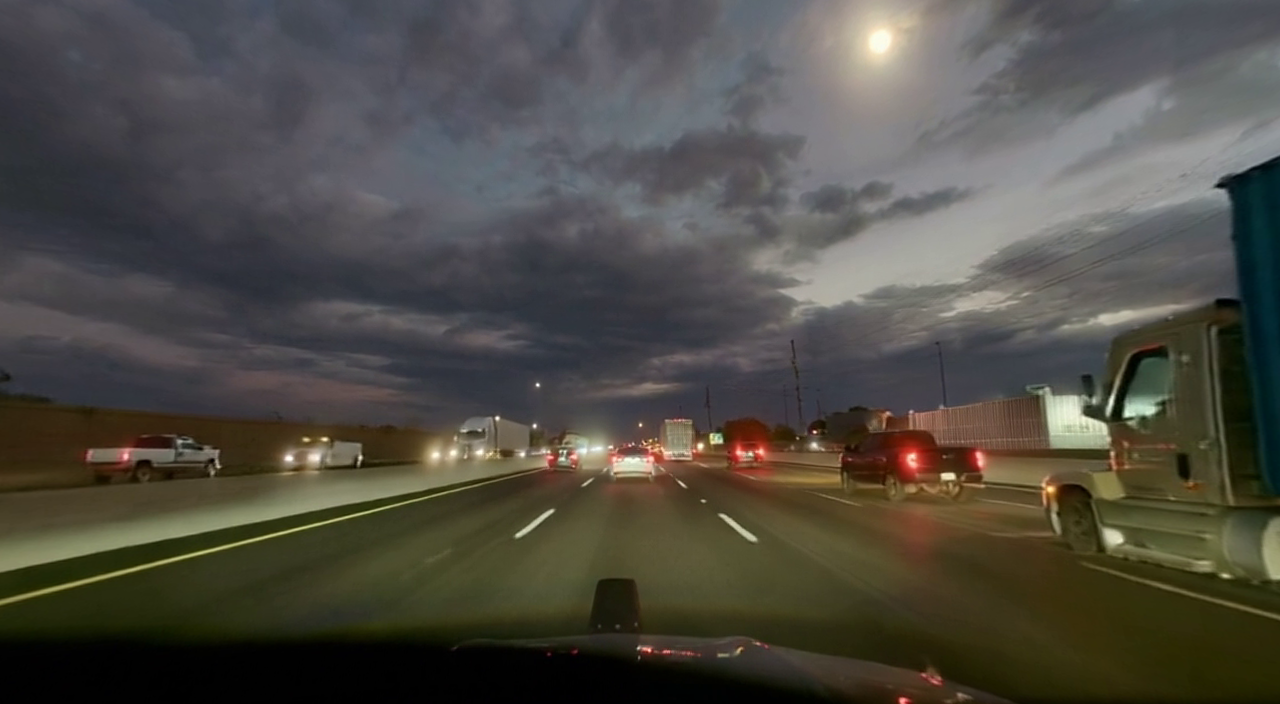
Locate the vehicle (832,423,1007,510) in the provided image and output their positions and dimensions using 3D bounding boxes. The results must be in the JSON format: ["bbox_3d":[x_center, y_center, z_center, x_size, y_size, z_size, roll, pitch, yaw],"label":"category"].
[{"bbox_3d":[6.861,2.887,16.332,2.086,1.862,5.232,0,-9,0],"label":"vehicle"}]

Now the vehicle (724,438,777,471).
[{"bbox_3d":[7.026,6.569,40.785,2.302,1.973,5.502,0,-9,-1],"label":"vehicle"}]

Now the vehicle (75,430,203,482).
[{"bbox_3d":[-31.755,6.533,40.503,2.736,2.994,6.731,0,-7,-1],"label":"vehicle"}]

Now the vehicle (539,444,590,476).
[{"bbox_3d":[-3.766,5.476,32.251,2.025,1.498,4.675,0,-9,0],"label":"vehicle"}]

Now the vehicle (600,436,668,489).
[{"bbox_3d":[-0.200,3.894,22.517,2.191,1.685,4.015,0,-9,0],"label":"vehicle"}]

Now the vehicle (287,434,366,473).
[{"bbox_3d":[-20.947,6.816,42.585,2.247,2.391,5.960,0,-9,0],"label":"vehicle"}]
